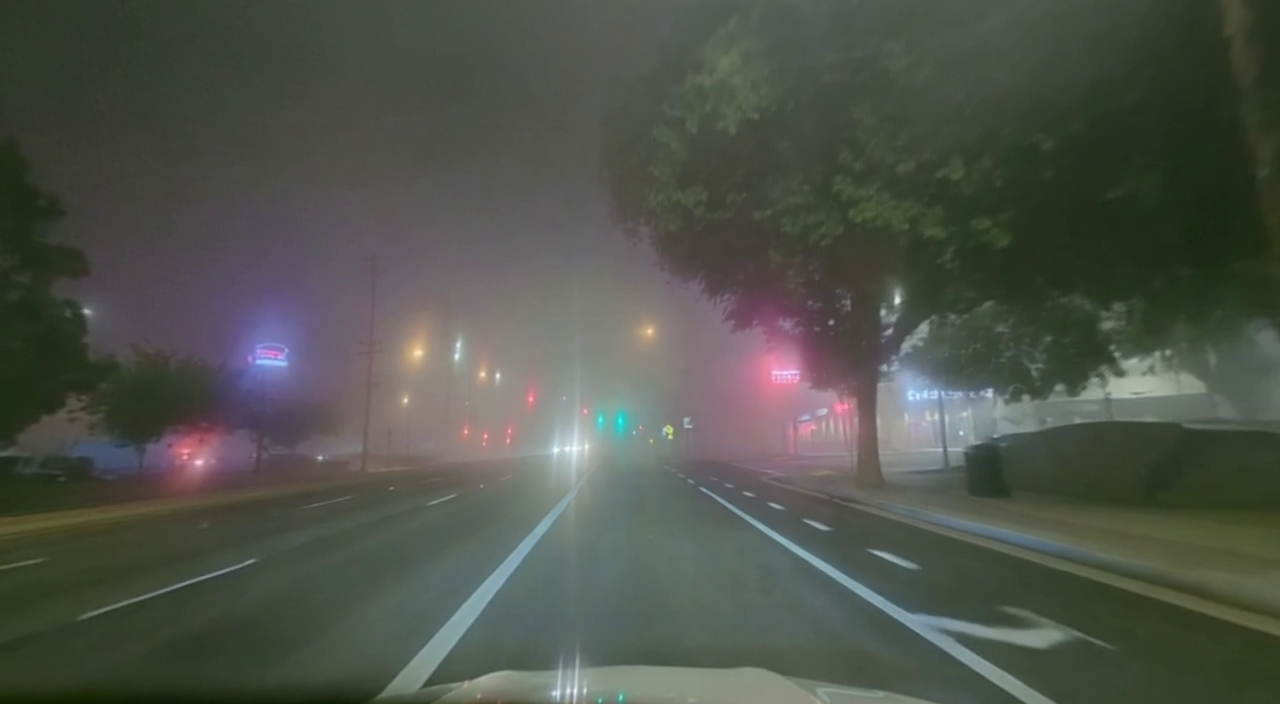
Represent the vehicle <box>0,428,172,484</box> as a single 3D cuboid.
[{"bbox_3d":[-40.500,7.516,45.947,9.636,3.788,2.949,1,-8,-10],"label":"vehicle"}]
